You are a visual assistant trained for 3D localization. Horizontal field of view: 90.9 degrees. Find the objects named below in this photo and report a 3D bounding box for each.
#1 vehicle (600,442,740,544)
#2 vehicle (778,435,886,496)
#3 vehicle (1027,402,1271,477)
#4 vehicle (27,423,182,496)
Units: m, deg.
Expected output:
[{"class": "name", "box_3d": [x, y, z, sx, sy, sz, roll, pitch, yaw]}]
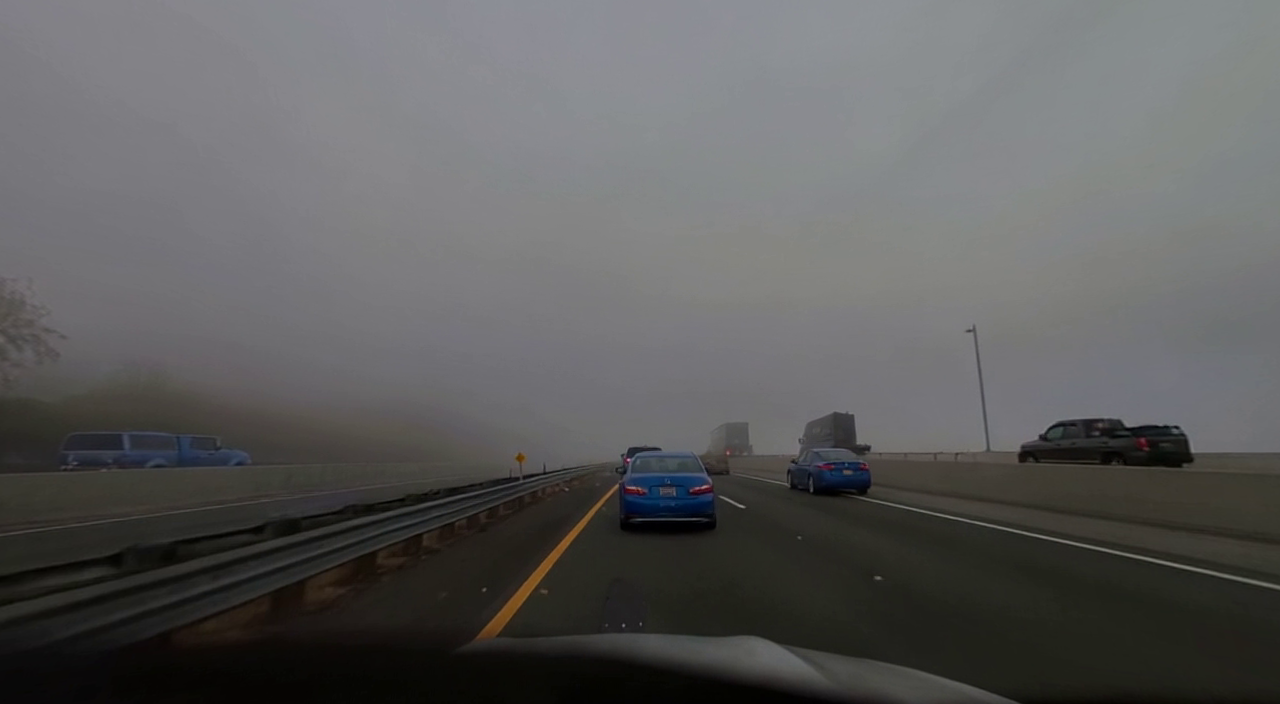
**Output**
[{"class": "vehicle", "box_3d": [0.422, 2.401, 11.316, 2.076, 1.485, 3.774, 0, -9, -1]}, {"class": "vehicle", "box_3d": [6.356, 3.818, 21.547, 2.177, 1.827, 4.565, 0, -9, -1]}, {"class": "vehicle", "box_3d": [31.566, 5.771, 40.758, 2.822, 3.996, 14.073, 1, -9, -7]}, {"class": "vehicle", "box_3d": [-33.501, 6.717, 40.012, 2.902, 3.981, 7.819, -3, -8, 0]}]
